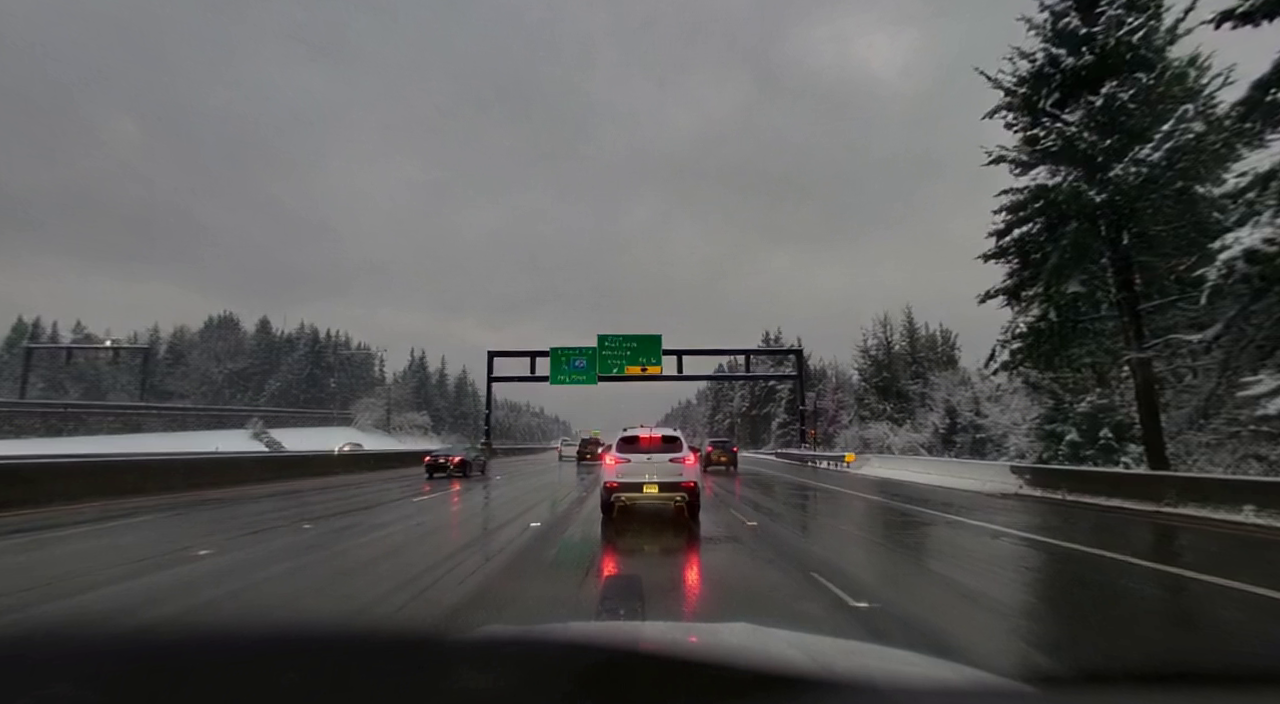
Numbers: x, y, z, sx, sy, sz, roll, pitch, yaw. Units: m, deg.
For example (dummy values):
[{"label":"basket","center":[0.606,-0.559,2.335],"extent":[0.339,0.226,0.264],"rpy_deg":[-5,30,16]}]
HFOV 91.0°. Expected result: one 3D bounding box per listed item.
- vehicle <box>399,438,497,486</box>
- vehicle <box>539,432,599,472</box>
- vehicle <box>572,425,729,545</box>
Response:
[{"label":"vehicle","center":[-6.914,4.009,23.271],"extent":[2.035,1.558,4.773],"rpy_deg":[0,-9,1]},{"label":"vehicle","center":[-3.445,5.041,31.823],"extent":[2.286,1.825,5.380],"rpy_deg":[0,-9,1]},{"label":"vehicle","center":[0.134,2.023,10.184],"extent":[2.044,1.554,3.824],"rpy_deg":[0,-9,0]}]
